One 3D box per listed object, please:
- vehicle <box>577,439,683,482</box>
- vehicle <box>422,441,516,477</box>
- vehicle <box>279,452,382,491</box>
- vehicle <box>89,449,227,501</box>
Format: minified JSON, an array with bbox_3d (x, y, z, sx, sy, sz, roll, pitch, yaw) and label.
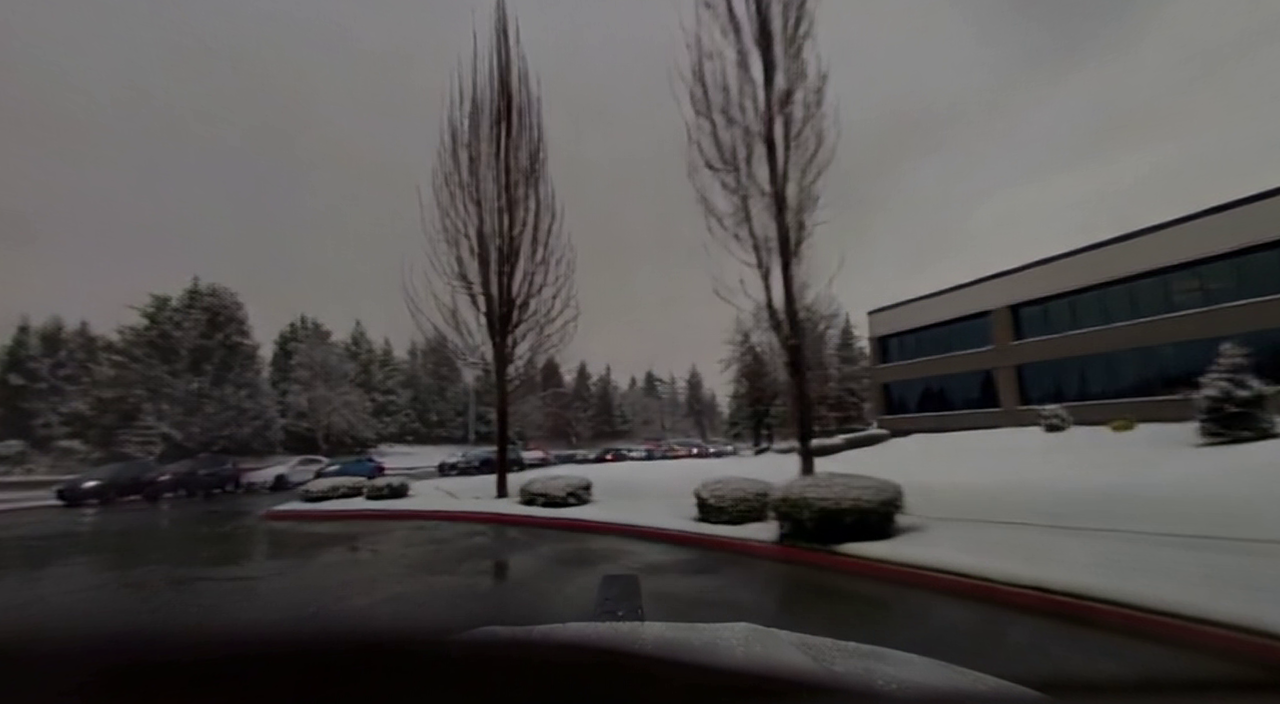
[{"bbox_3d":[-0.523,5.326,30.969,4.755,1.707,1.889,-9,-11,24],"label":"vehicle"},{"bbox_3d":[-10.618,6.664,39.279,5.285,1.837,2.318,-8,-10,21],"label":"vehicle"},{"bbox_3d":[-14.802,5.713,30.204,4.622,1.479,1.849,-8,-11,22],"label":"vehicle"},{"bbox_3d":[-17.839,4.549,23.354,4.934,1.543,1.915,-8,-11,25],"label":"vehicle"}]
